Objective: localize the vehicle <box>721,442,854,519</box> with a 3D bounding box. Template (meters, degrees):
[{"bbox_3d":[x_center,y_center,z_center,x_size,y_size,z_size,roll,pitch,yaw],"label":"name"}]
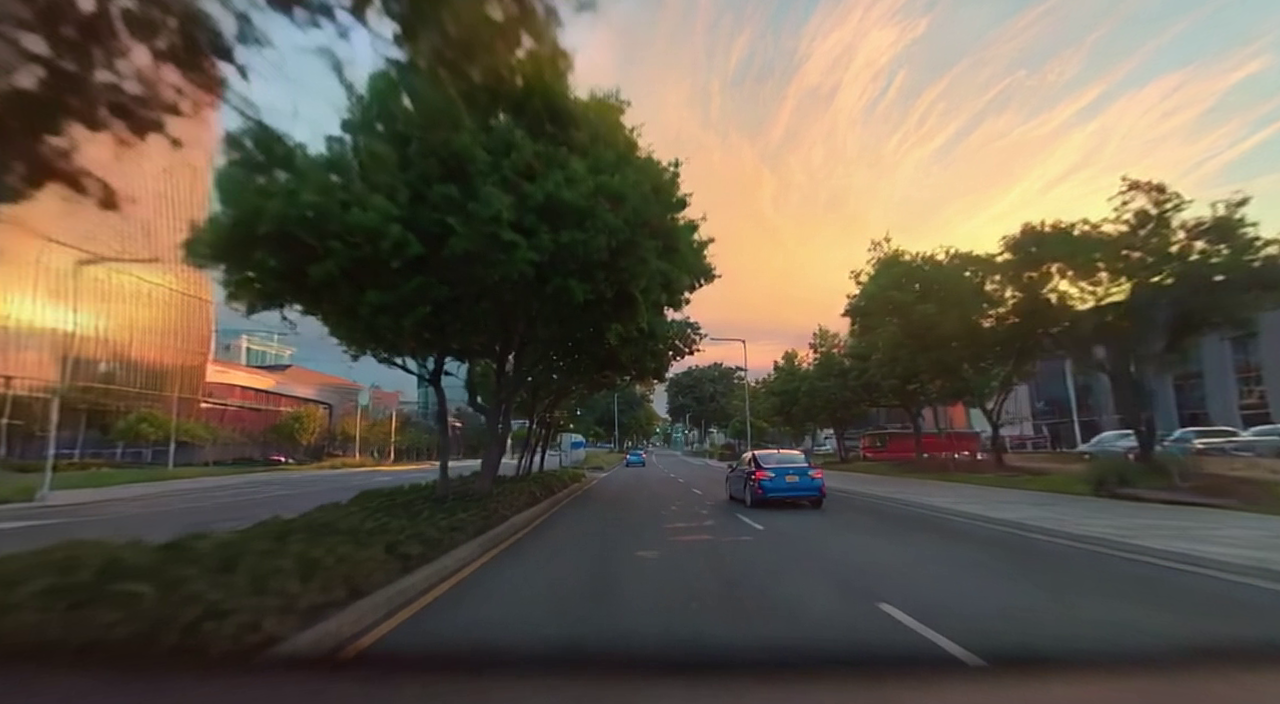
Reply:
[{"bbox_3d":[3.201,2.871,14.610,1.993,1.501,4.127,0,-9,-1],"label":"vehicle"}]
